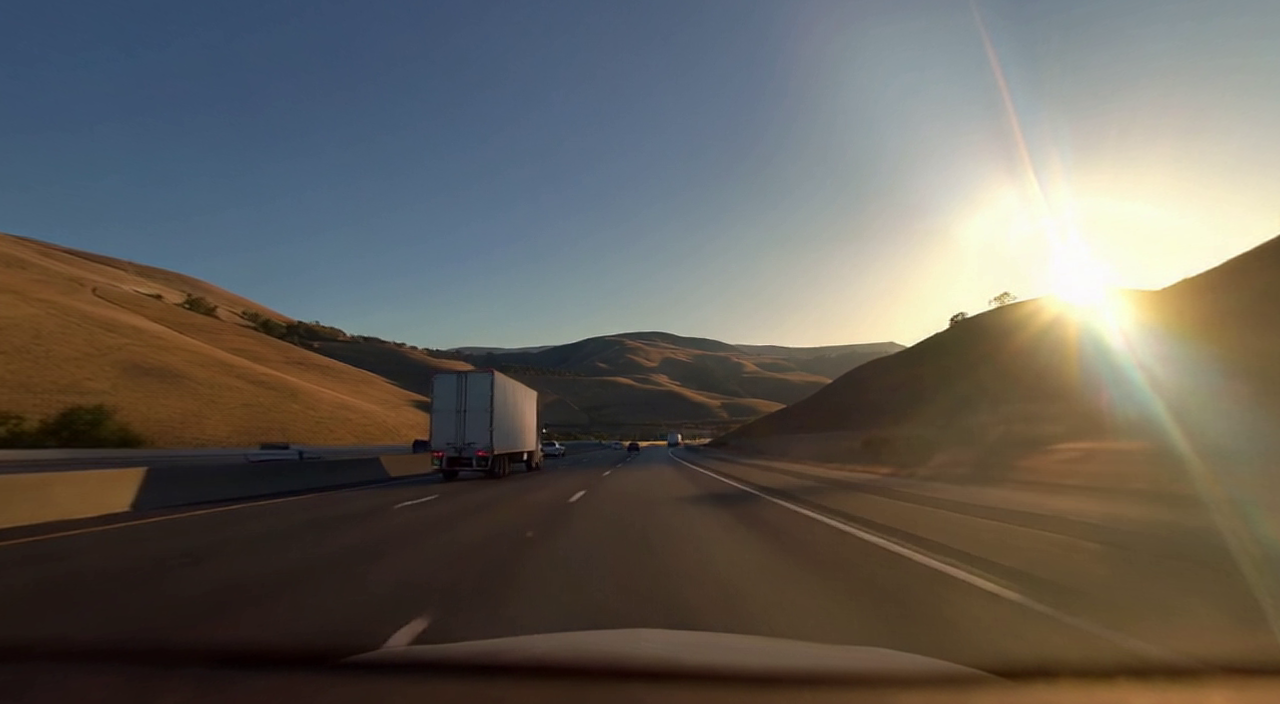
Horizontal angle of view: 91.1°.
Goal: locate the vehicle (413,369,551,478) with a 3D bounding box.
[{"bbox_3d":[-6.353,3.326,27.716,2.981,3.860,11.022,0,-9,1],"label":"vehicle"}]
